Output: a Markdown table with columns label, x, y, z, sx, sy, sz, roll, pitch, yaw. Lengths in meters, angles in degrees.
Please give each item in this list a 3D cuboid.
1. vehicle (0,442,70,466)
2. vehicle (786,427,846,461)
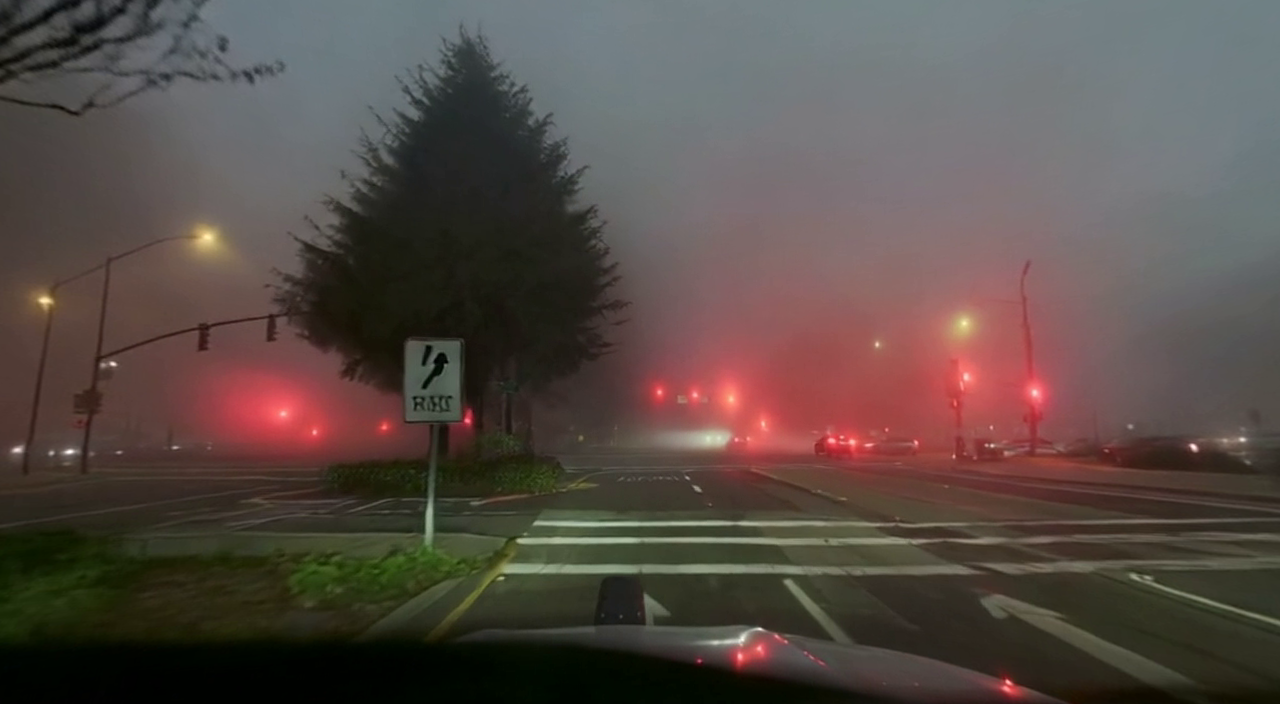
| label | x | y | z | sx | sy | sz | roll | pitch | yaw |
| --- | --- | --- | --- | --- | --- | --- | --- | --- | --- |
| vehicle | -45.380 | 7.510 | 46.661 | 4.412 | 1.730 | 2.068 | 0 | -9 | 1 |
| vehicle | 10.418 | 5.492 | 37.798 | 2.156 | 1.881 | 4.743 | 0 | -9 | -1 |
